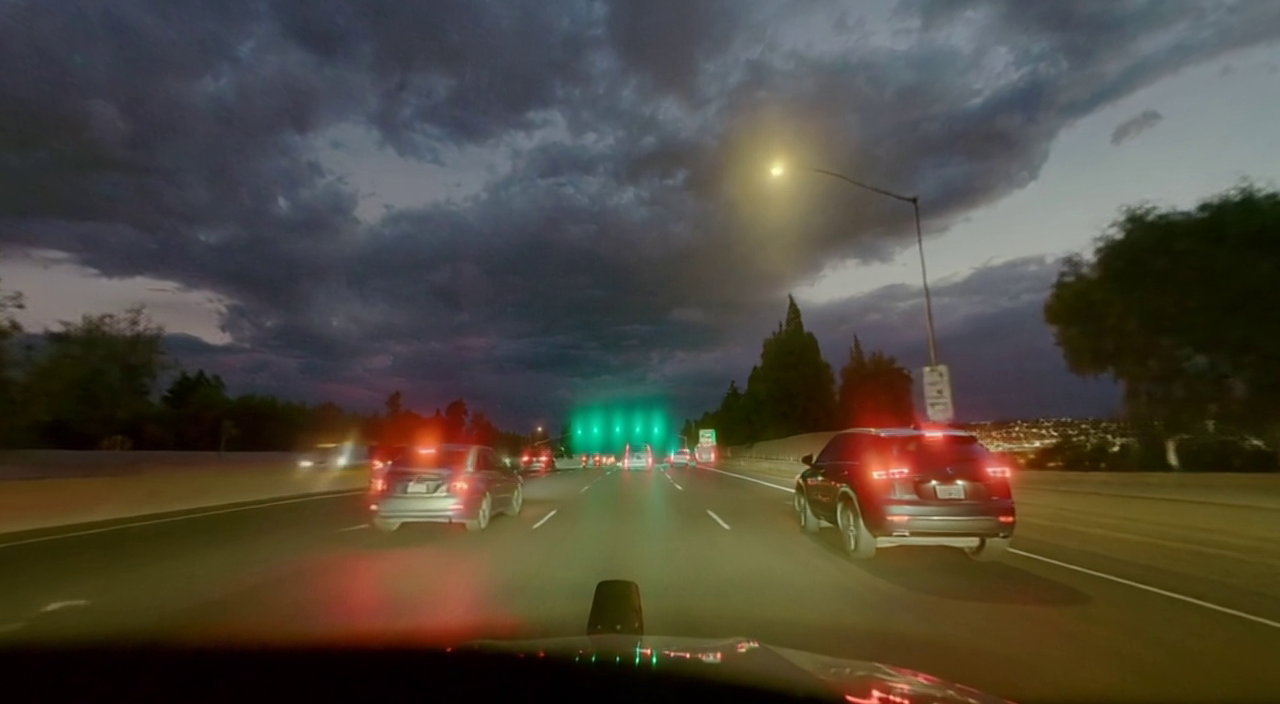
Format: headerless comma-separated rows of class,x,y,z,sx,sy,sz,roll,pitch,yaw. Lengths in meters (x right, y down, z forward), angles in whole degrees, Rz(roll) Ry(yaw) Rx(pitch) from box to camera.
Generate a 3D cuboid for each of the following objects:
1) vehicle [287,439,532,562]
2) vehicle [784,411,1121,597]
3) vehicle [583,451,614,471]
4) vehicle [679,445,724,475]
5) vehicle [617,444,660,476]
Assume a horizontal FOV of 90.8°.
vehicle,-3.301,2.212,10.352,2.130,1.514,4.766,0,-8,1
vehicle,3.441,1.750,8.226,2.029,1.716,4.545,0,-8,0
vehicle,-3.161,8.415,48.887,1.968,1.473,4.209,0,-8,2
vehicle,3.724,6.607,38.881,2.320,1.735,4.408,0,-8,0
vehicle,-0.088,6.385,37.598,2.408,1.748,4.217,0,-8,0
